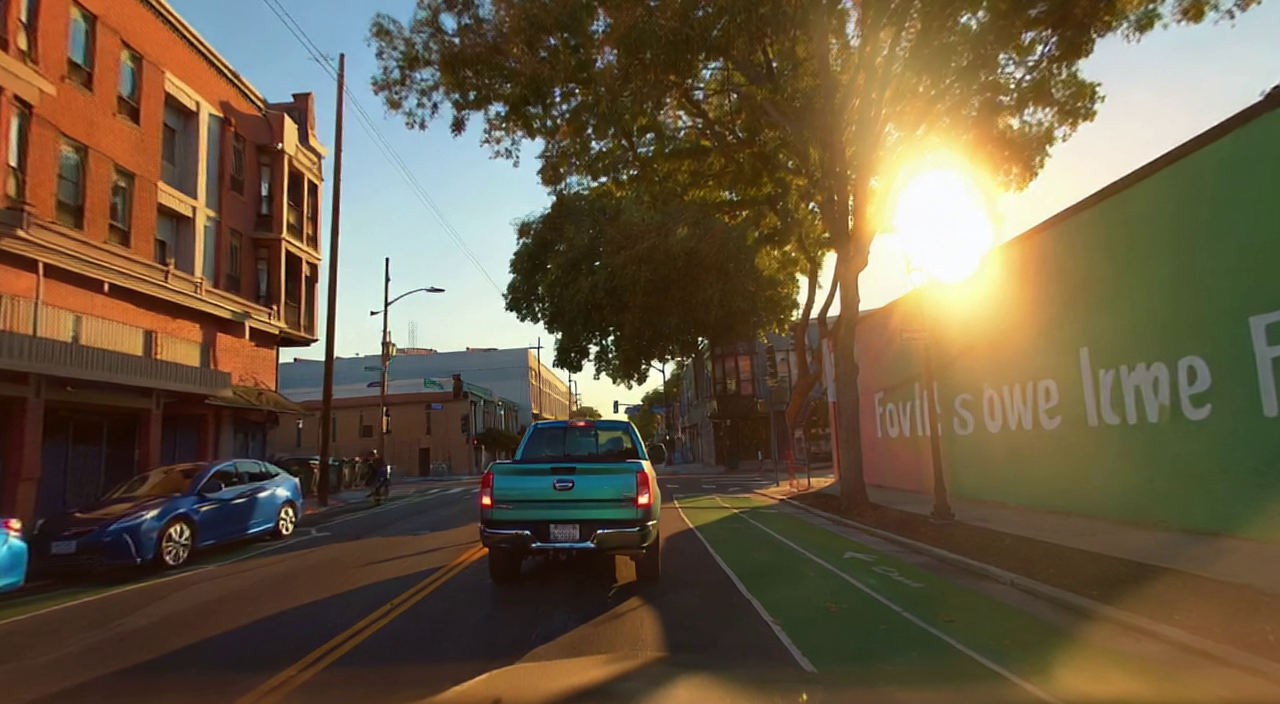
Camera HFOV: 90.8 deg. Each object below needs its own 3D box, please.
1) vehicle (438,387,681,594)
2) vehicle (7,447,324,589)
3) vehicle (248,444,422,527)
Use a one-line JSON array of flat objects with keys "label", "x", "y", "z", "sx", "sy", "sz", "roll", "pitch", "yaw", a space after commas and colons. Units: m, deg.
[{"label": "vehicle", "x": -0.711, "y": 1.607, "z": 8.169, "sx": 2.215, "sy": 1.882, "sz": 4.611, "roll": 0, "pitch": -8, "yaw": 1}, {"label": "vehicle", "x": -7.208, "y": 2.456, "z": 10.383, "sx": 1.882, "sy": 1.686, "sz": 4.489, "roll": -2, "pitch": -8, "yaw": -3}, {"label": "vehicle", "x": -7.399, "y": 3.227, "z": 16.069, "sx": 1.884, "sy": 1.730, "sz": 5.076, "roll": 0, "pitch": -8, "yaw": 0}]
